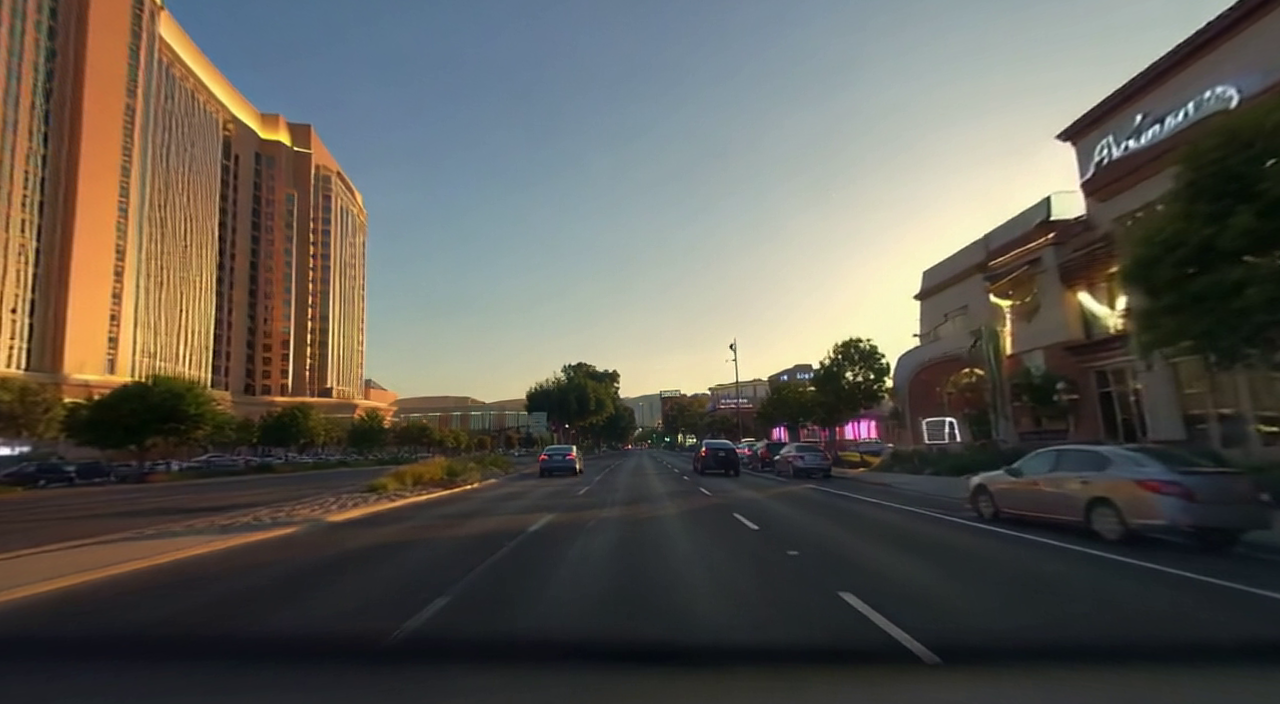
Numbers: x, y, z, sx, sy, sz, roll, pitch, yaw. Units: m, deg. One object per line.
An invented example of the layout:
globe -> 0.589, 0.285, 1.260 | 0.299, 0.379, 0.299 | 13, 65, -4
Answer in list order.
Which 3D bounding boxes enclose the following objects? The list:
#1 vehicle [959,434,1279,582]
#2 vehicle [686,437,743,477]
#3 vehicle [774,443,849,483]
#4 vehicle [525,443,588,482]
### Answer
vehicle -> 6.910, 1.945, 8.841 | 2.302, 1.480, 4.696 | 0, -8, -1
vehicle -> 3.477, 4.984, 30.134 | 2.083, 1.743, 4.354 | 0, -8, -1
vehicle -> 6.932, 4.513, 26.008 | 1.876, 1.478, 4.670 | 0, -8, 1
vehicle -> -3.344, 4.490, 25.949 | 2.005, 1.477, 4.169 | 0, -8, 1
